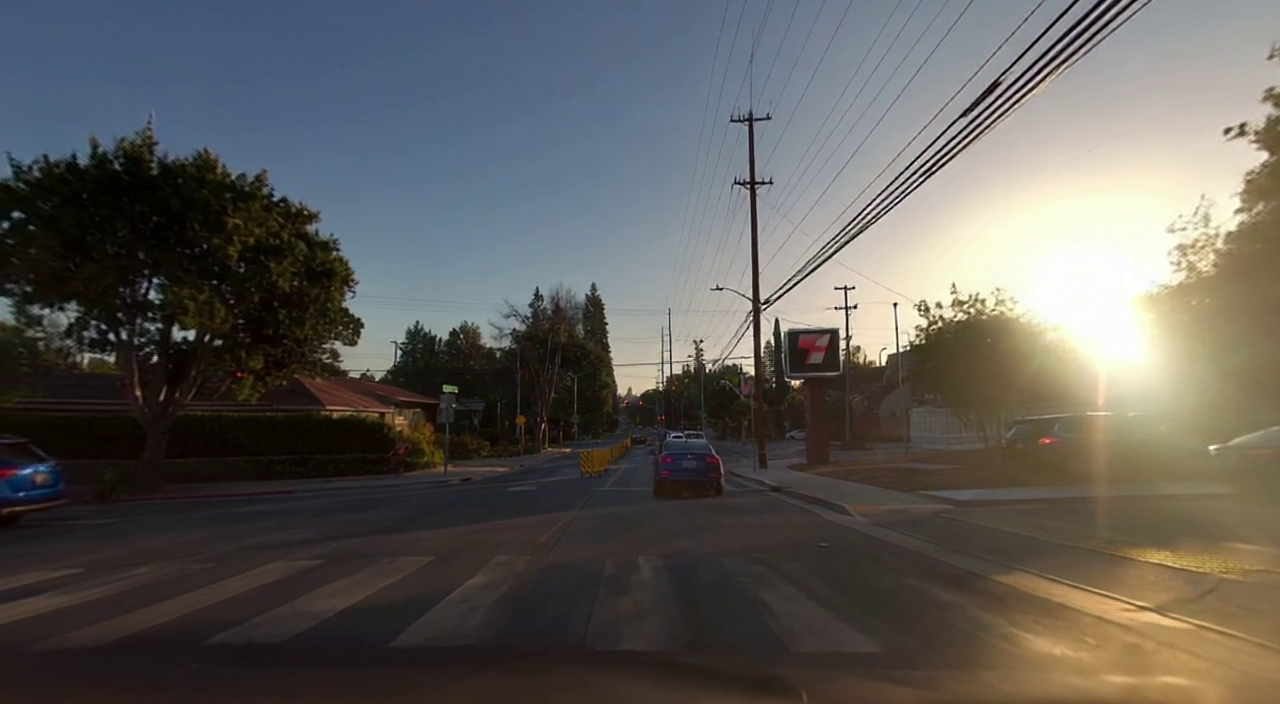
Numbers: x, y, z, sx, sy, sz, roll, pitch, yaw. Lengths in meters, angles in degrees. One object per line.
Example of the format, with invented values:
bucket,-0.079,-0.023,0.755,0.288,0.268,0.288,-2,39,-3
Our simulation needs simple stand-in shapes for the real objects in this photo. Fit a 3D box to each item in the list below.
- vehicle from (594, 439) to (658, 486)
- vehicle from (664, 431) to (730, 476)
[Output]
vehicle,-0.566,3.693,21.425,1.874,1.427,3.976,1,-8,-5
vehicle,2.524,4.702,29.558,2.553,1.868,5.536,0,-8,0
